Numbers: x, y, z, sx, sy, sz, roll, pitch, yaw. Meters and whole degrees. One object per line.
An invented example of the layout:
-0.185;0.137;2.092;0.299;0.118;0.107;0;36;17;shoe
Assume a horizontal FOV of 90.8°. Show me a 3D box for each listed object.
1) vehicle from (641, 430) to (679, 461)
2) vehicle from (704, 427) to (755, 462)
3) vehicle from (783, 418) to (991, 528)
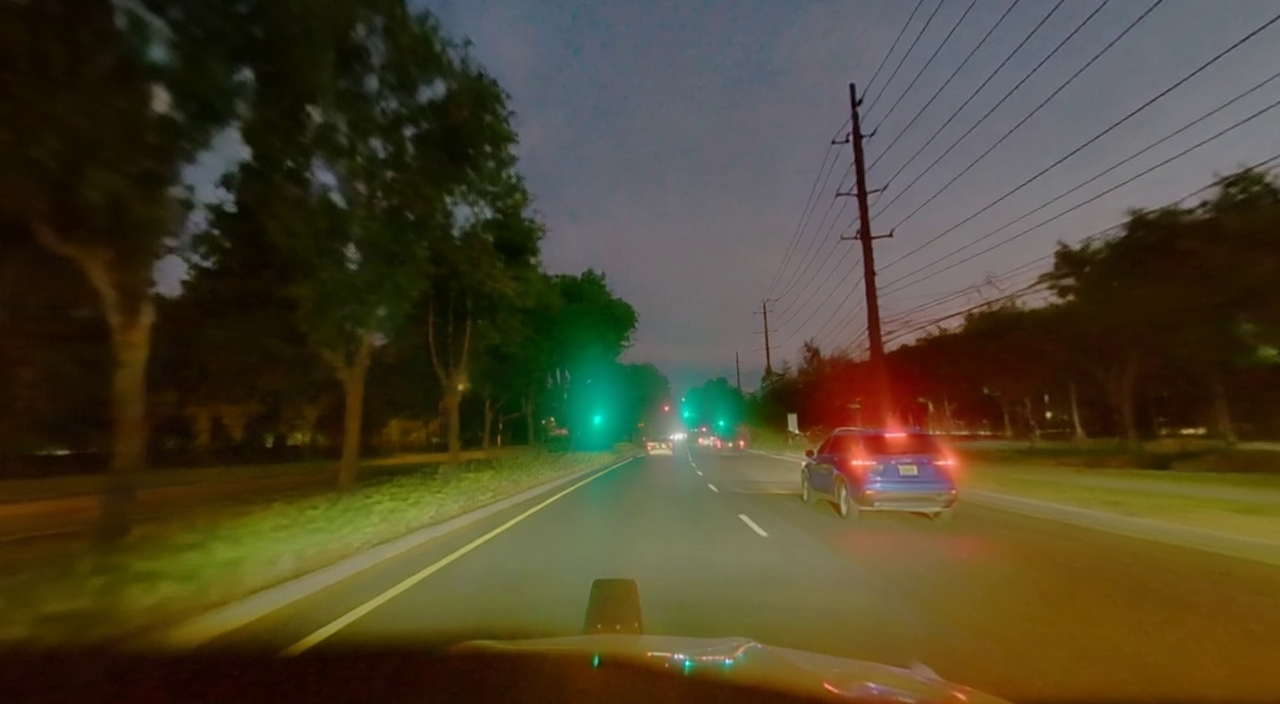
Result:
1.227;5.624;38.104;2.163;1.746;4.073;-1;-8;3;vehicle
5.082;5.325;36.532;2.254;1.840;4.918;-1;-8;1;vehicle
3.939;1.999;11.022;1.881;1.512;4.294;-1;-8;0;vehicle
